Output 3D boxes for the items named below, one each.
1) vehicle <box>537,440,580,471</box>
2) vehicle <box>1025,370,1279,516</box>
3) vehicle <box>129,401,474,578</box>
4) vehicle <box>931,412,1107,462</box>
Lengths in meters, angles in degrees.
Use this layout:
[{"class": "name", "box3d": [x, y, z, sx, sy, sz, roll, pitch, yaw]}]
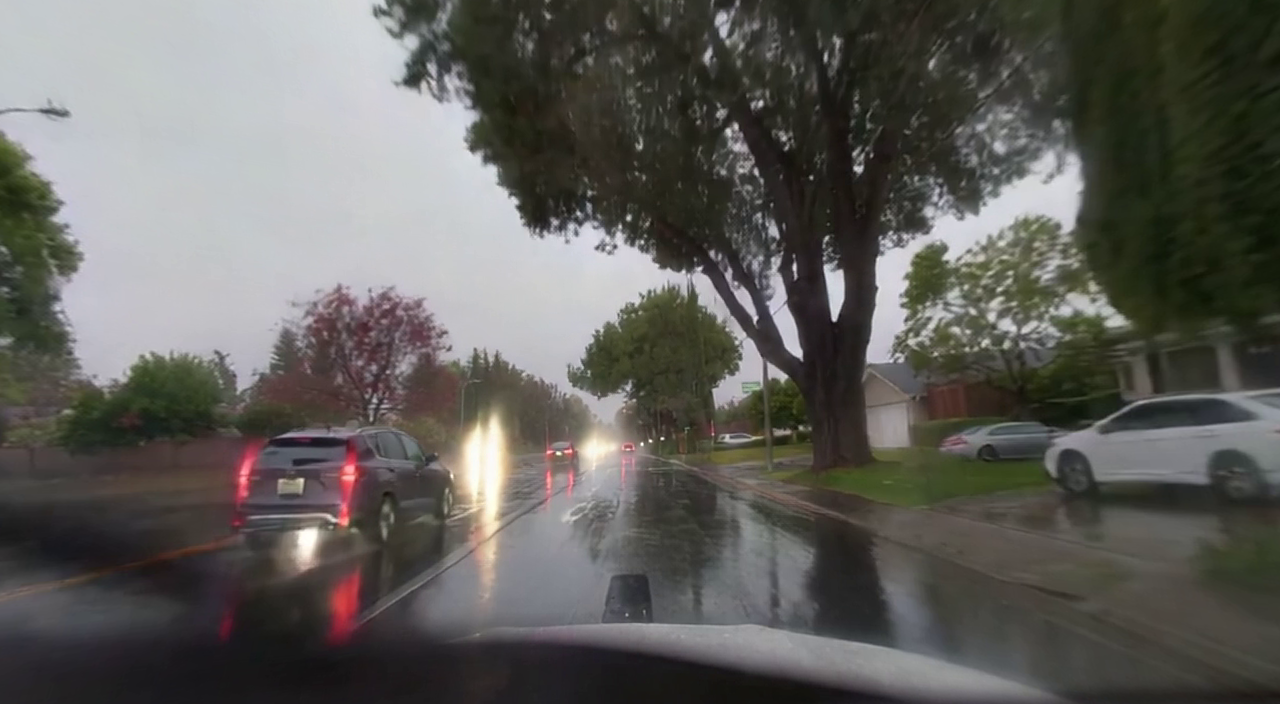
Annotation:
[{"class": "vehicle", "box3d": [-4.144, 5.307, 32.519, 1.802, 1.528, 3.490, 0, -8, -1]}, {"class": "vehicle", "box3d": [8.559, 1.314, 9.705, 1.934, 1.741, 4.793, -6, -8, -3]}, {"class": "vehicle", "box3d": [-4.002, 1.706, 8.616, 2.190, 1.766, 4.394, 0, -8, 1]}, {"class": "vehicle", "box3d": [12.135, 2.758, 20.414, 4.411, 1.522, 2.004, 0, -8, -3]}]
